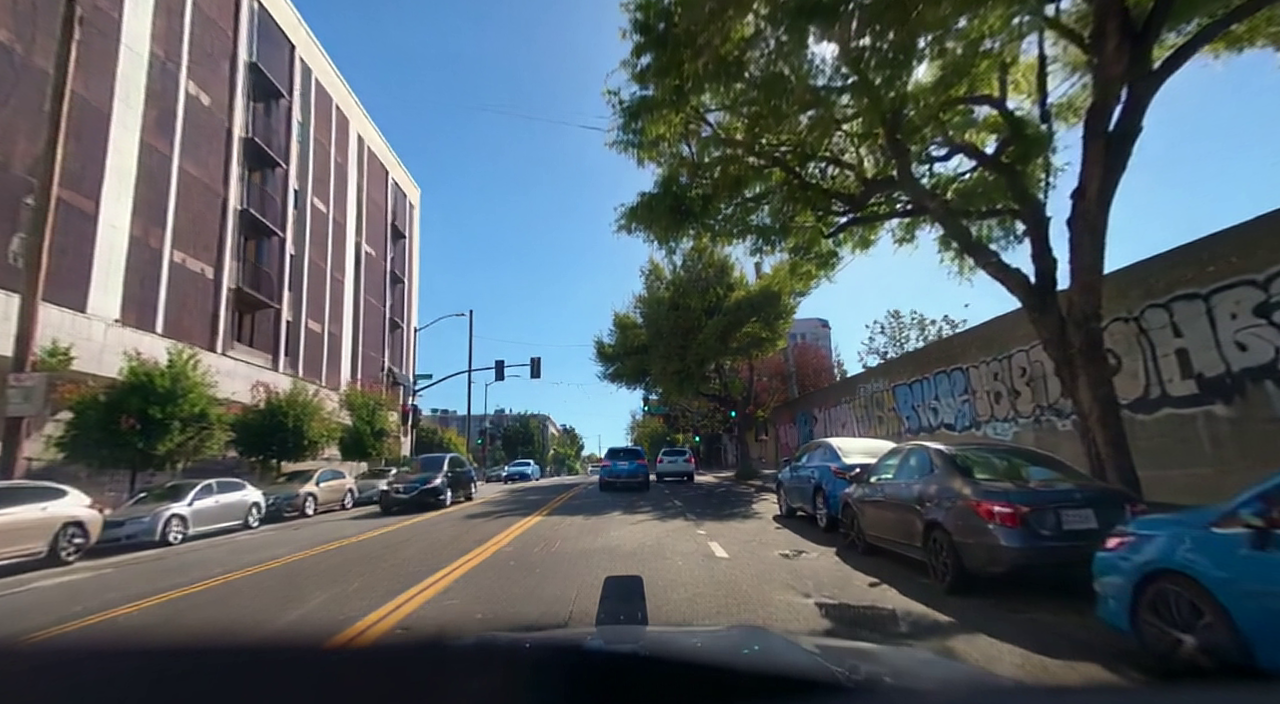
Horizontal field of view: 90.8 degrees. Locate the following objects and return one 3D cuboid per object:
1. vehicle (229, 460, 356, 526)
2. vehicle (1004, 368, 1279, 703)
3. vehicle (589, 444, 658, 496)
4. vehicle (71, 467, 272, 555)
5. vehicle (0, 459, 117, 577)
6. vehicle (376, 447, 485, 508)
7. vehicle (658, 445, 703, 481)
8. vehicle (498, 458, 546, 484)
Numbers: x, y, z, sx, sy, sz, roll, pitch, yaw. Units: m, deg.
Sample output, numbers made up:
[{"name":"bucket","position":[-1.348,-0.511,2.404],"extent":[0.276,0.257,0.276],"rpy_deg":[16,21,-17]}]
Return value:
[{"name":"vehicle","position":[-11.148,4.493,20.622],"extent":[1.822,1.639,4.144],"rpy_deg":[-5,-8,0]},{"name":"vehicle","position":[4.163,0.922,2.598],"extent":[2.097,1.811,5.230],"rpy_deg":[0,-8,-1]},{"name":"vehicle","position":[-0.566,4.041,22.068],"extent":[2.166,1.579,4.300],"rpy_deg":[0,-8,-1]},{"name":"vehicle","position":[-11.034,3.713,15.370],"extent":[1.741,1.506,4.370],"rpy_deg":[-4,-8,-3]},{"name":"vehicle","position":[-10.949,2.684,9.651],"extent":[2.276,1.741,4.439],"rpy_deg":[-6,-8,-2]},{"name":"vehicle","position":[-6.716,4.022,20.853],"extent":[2.147,1.747,4.409],"rpy_deg":[0,-8,-1]},{"name":"vehicle","position":[2.095,5.843,33.616],"extent":[2.207,1.761,4.292],"rpy_deg":[-1,-8,3]},{"name":"vehicle","position":[-6.999,7.088,37.870],"extent":[2.040,1.402,4.237],"rpy_deg":[0,-9,0]}]
